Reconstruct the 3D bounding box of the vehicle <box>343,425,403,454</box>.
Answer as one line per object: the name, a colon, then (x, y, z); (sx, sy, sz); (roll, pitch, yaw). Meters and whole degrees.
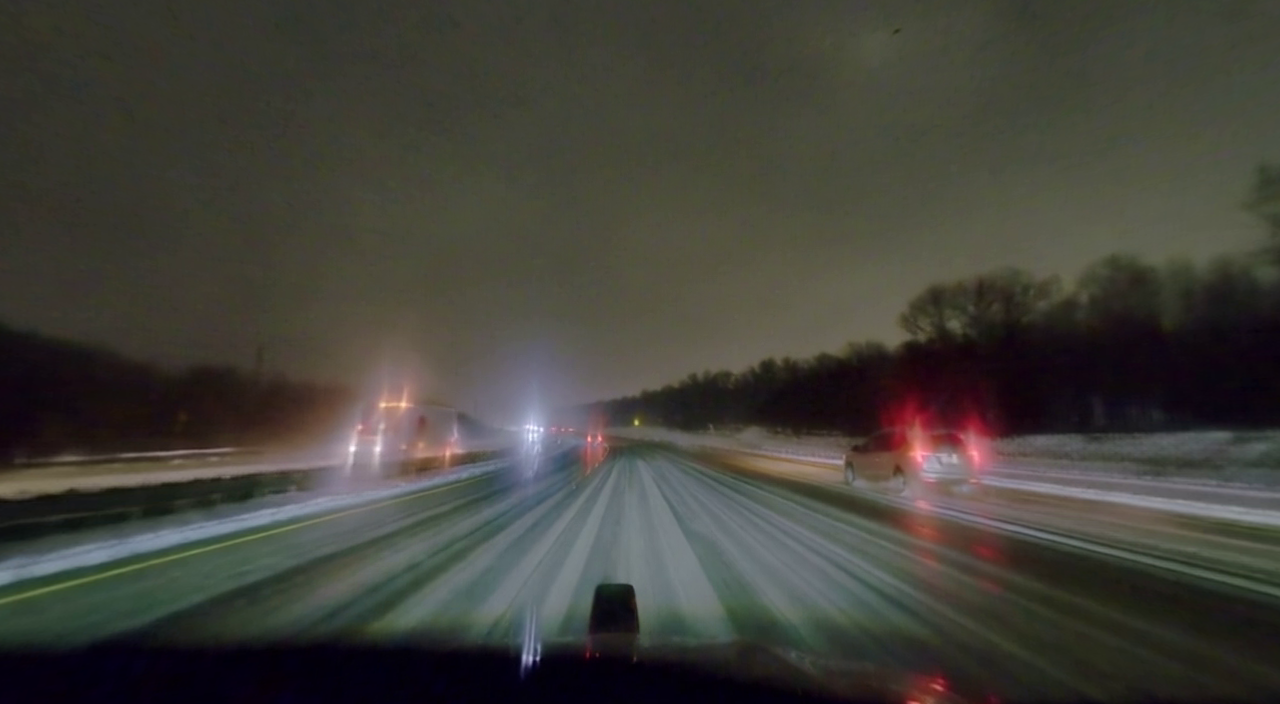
vehicle: (-20.726, 6.830, 49.179); (2.349, 2.112, 5.803); (0, -8, -2)
